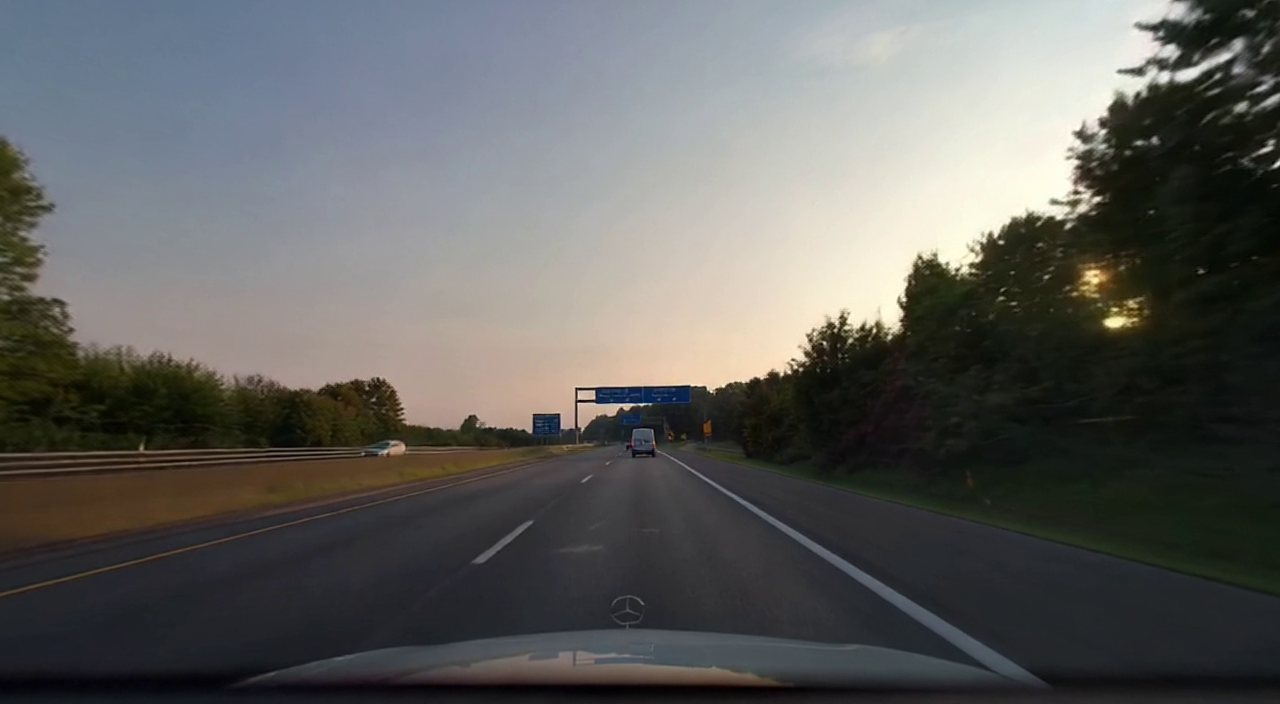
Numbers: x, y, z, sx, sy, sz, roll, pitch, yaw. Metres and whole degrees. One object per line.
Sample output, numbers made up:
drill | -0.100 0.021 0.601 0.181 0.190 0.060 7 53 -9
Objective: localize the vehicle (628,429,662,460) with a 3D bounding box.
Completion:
vehicle | 0.370 6.634 45.133 2.277 2.109 4.922 1 -8 0

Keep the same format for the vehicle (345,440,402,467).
vehicle | -15.543 5.914 36.904 1.773 1.441 3.706 1 -8 -2
